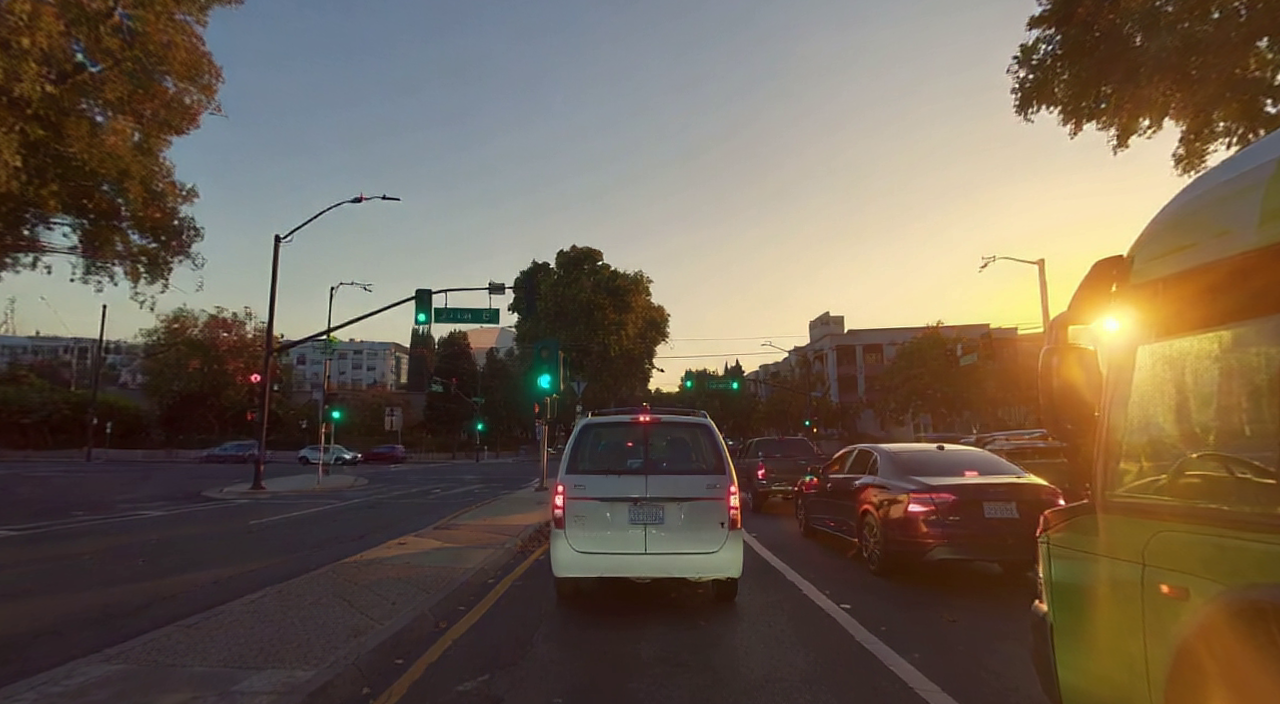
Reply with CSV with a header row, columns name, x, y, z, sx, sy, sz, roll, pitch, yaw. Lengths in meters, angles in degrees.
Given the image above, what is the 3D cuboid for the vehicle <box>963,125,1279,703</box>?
name,x,y,z,sx,sy,sz,roll,pitch,yaw
vehicle,2.609,0.315,0.441,2.037,2.065,5.037,0,-8,0

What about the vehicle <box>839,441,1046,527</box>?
name,x,y,z,sx,sy,sz,roll,pitch,yaw
vehicle,5.982,2.635,13.237,1.987,1.457,4.675,0,-8,-1

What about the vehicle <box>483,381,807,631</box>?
name,x,y,z,sx,sy,sz,roll,pitch,yaw
vehicle,0.012,1.473,7.022,2.381,1.842,4.603,0,-8,-1
